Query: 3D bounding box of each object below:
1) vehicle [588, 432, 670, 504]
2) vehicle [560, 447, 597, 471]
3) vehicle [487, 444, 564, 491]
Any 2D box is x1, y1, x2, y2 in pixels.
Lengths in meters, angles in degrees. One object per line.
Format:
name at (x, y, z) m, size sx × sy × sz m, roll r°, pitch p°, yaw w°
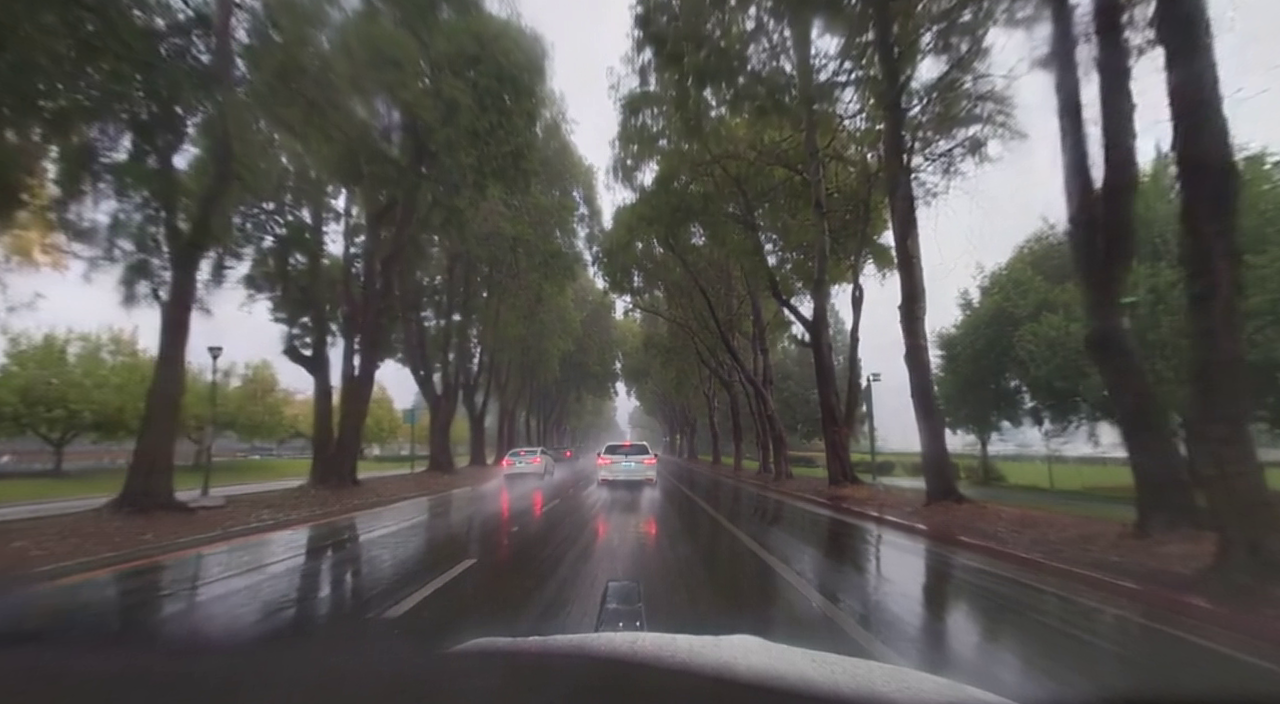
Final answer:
vehicle at (-0.276, 3.172, 17.747) m, size 2.018 × 1.769 × 3.897 m, roll 0°, pitch -8°, yaw 0°
vehicle at (-4.118, 7.225, 42.837) m, size 1.959 × 1.485 × 4.452 m, roll 0°, pitch -8°, yaw 1°
vehicle at (-4.041, 4.109, 22.911) m, size 1.936 × 1.538 × 4.016 m, roll 0°, pitch -8°, yaw 1°
